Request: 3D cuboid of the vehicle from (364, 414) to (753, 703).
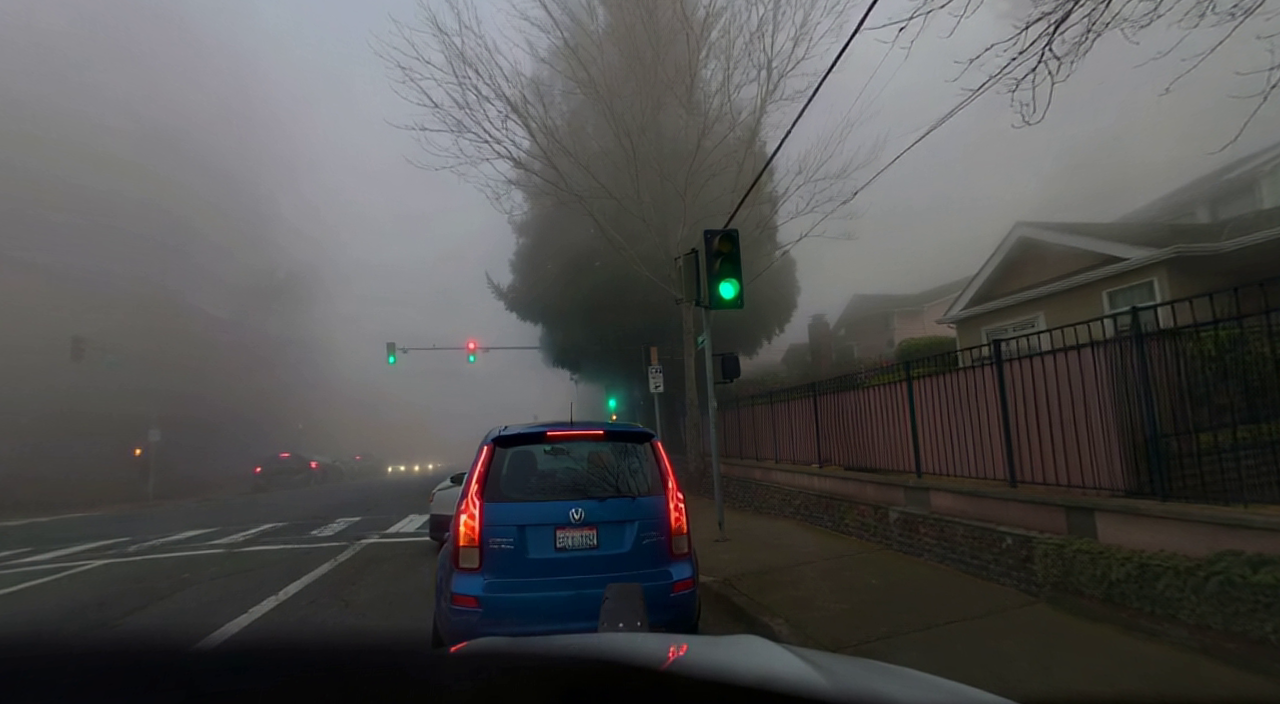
[{"bbox_3d":[-0.678,1.362,5.226,2.024,1.502,3.702,1,-9,-9],"label":"vehicle"}]
